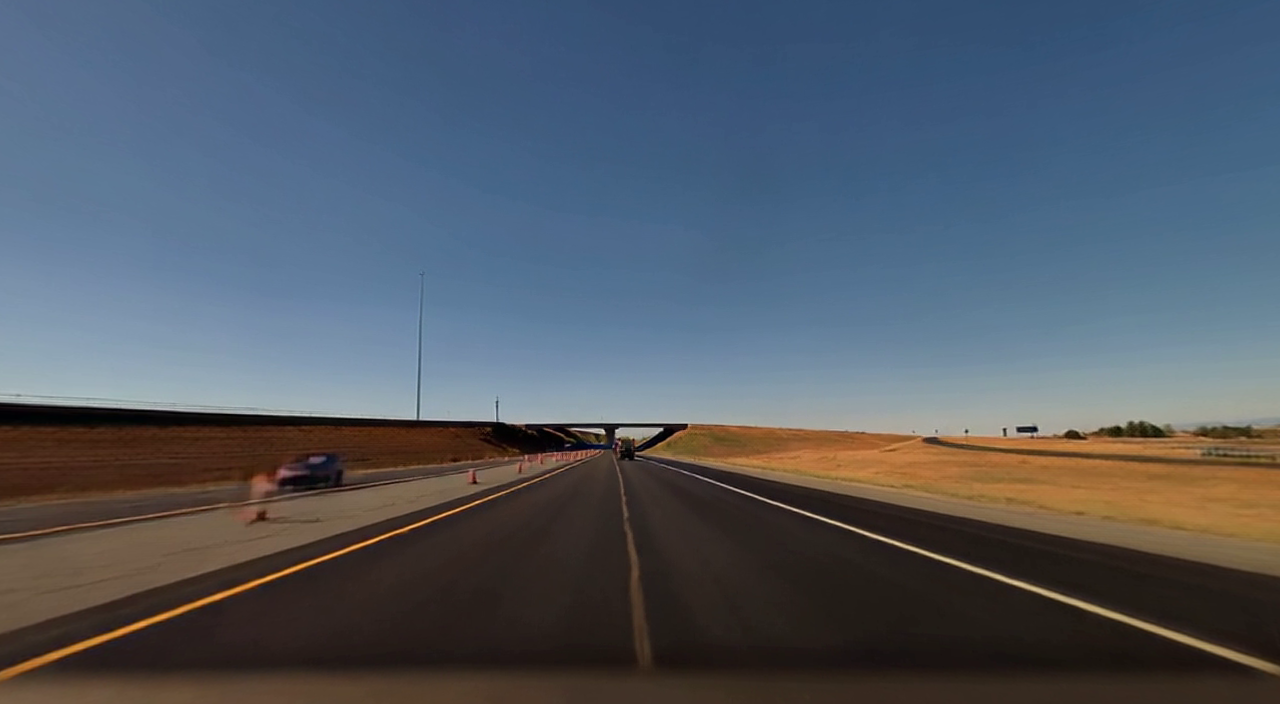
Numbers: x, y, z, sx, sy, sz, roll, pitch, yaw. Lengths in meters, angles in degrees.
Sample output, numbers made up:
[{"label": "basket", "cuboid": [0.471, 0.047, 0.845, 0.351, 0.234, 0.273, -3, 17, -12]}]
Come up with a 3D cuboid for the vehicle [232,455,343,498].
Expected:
[{"label": "vehicle", "cuboid": [-13.305, 4.688, 24.110, 1.968, 1.454, 4.055, 0, -9, -2]}]
